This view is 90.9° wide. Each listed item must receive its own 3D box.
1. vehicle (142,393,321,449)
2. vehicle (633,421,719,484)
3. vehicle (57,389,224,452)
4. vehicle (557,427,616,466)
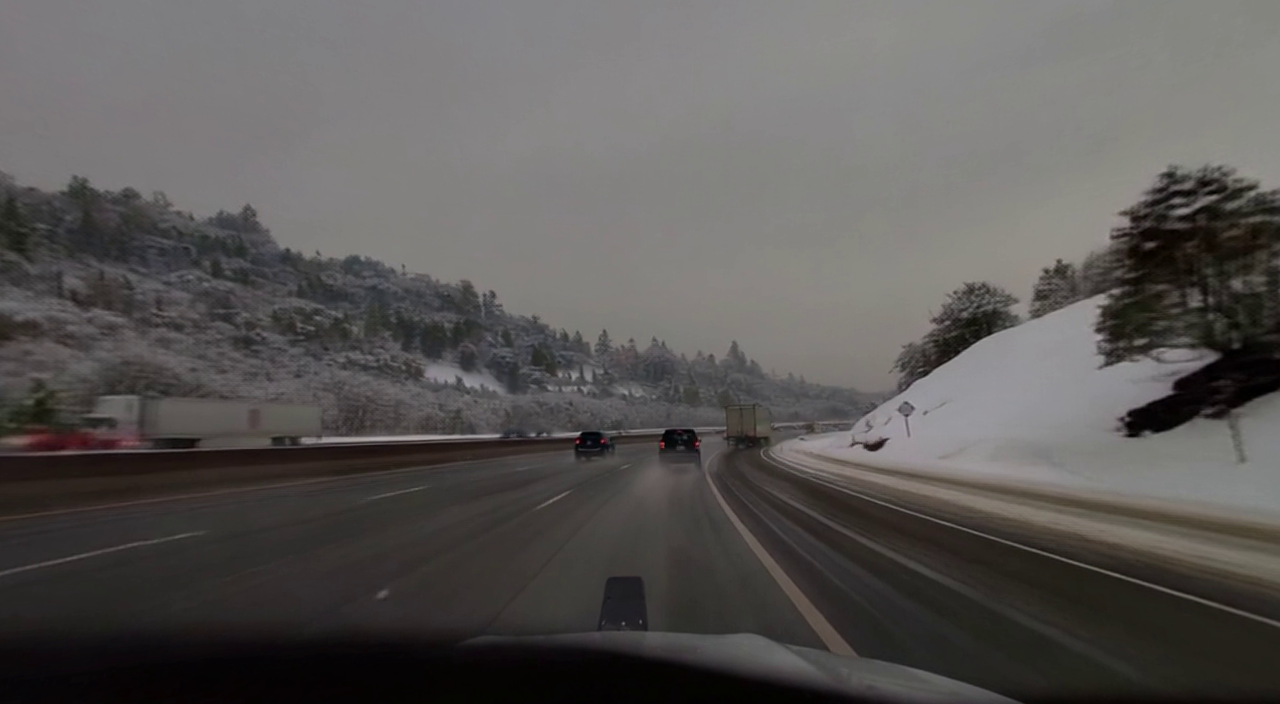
[{"bbox_3d":[-30.271,5.519,48.179,2.795,3.678,13.742,-1,-8,9],"label":"vehicle"},{"bbox_3d":[1.172,3.247,20.598,2.484,1.820,4.497,-1,-8,4],"label":"vehicle"},{"bbox_3d":[-31.454,4.550,40.395,3.058,3.587,8.301,-1,-8,7],"label":"vehicle"},{"bbox_3d":[-2.514,4.598,30.779,2.077,1.712,4.406,-1,-8,6],"label":"vehicle"}]
